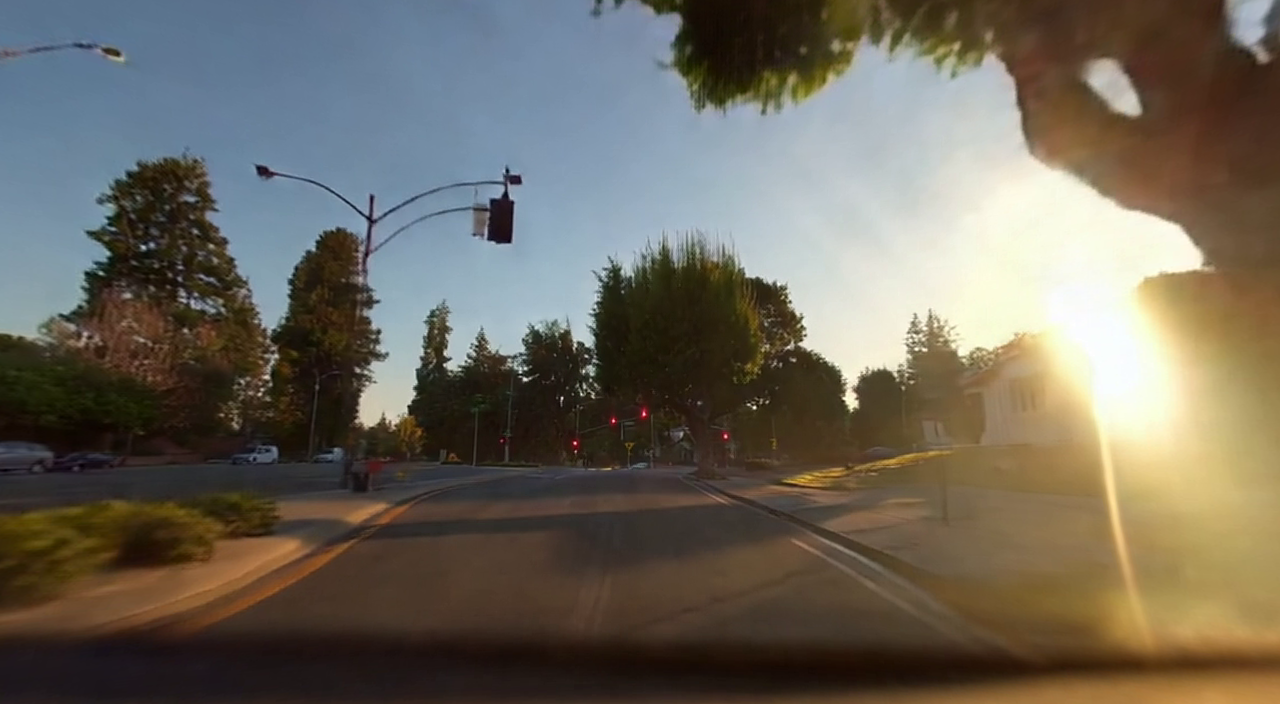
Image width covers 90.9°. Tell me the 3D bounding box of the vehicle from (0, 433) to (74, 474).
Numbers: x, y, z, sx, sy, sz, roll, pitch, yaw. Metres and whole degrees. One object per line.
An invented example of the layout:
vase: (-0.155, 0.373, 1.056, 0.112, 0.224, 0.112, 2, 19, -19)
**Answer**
vehicle: (-34.472, 5.507, 34.267, 2.281, 2.125, 5.526, 0, -9, -1)

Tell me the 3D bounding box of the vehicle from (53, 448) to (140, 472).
vehicle: (-34.818, 6.927, 40.551, 1.839, 1.435, 4.271, 0, -9, -1)
